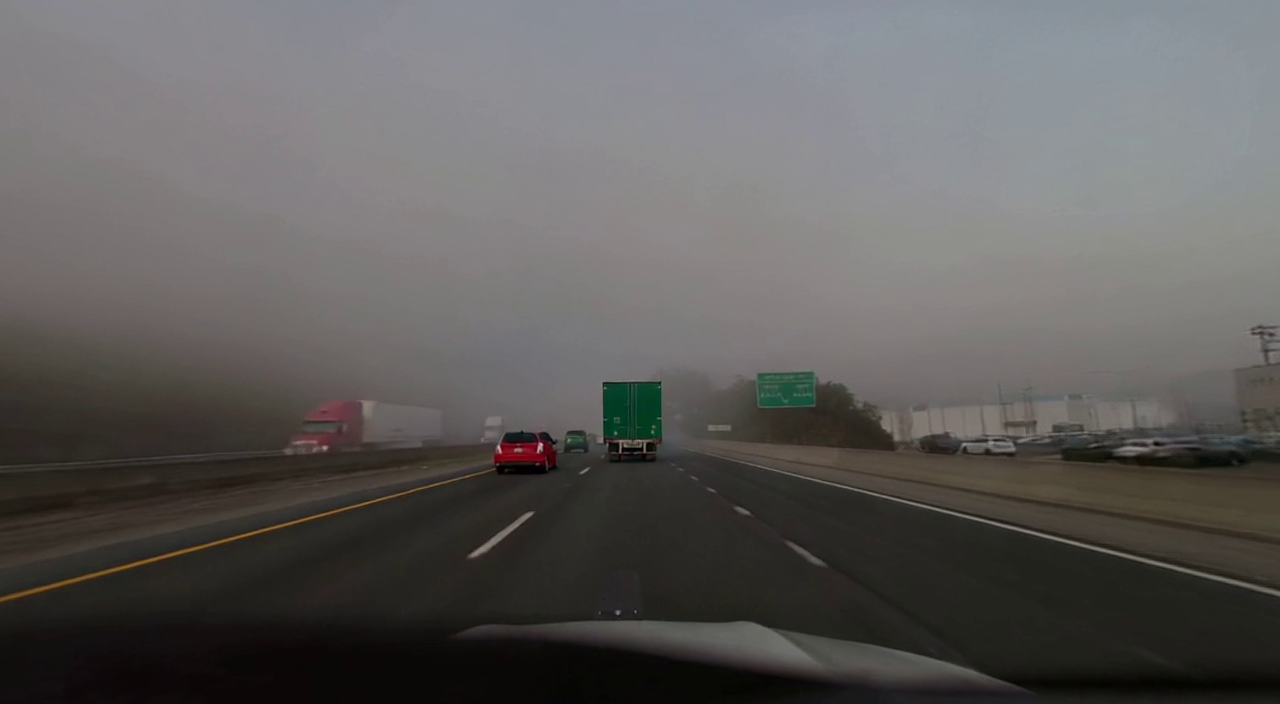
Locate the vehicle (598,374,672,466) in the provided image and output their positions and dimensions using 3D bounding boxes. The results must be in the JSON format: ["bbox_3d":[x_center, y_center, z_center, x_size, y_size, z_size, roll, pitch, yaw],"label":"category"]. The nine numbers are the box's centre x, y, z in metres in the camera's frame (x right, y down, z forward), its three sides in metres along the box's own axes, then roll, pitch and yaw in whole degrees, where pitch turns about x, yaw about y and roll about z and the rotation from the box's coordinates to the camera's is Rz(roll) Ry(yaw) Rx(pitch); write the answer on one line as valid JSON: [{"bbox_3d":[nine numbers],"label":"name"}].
[{"bbox_3d":[-0.342,3.688,33.124,3.259,4.066,9.891,0,-8,-1],"label":"vehicle"}]

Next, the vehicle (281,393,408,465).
[{"bbox_3d":[-17.357,4.710,38.080,2.959,3.738,9.951,0,-8,-1],"label":"vehicle"}]

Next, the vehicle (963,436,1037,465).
[{"bbox_3d":[22.904,6.257,40.296,1.986,1.605,4.381,-2,-7,-2],"label":"vehicle"}]

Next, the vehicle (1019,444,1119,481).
[{"bbox_3d":[22.866,5.880,33.820,1.857,1.744,4.828,0,-8,-2],"label":"vehicle"}]

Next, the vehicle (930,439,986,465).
[{"bbox_3d":[22.840,7.178,45.447,1.699,1.625,4.494,-2,-8,0],"label":"vehicle"}]

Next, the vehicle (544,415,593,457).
[{"bbox_3d":[-4.998,6.028,45.182,2.717,2.714,6.997,0,-8,0],"label":"vehicle"}]

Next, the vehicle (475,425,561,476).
[{"bbox_3d":[-4.226,3.480,22.706,2.005,1.602,5.131,0,-8,1],"label":"vehicle"}]
